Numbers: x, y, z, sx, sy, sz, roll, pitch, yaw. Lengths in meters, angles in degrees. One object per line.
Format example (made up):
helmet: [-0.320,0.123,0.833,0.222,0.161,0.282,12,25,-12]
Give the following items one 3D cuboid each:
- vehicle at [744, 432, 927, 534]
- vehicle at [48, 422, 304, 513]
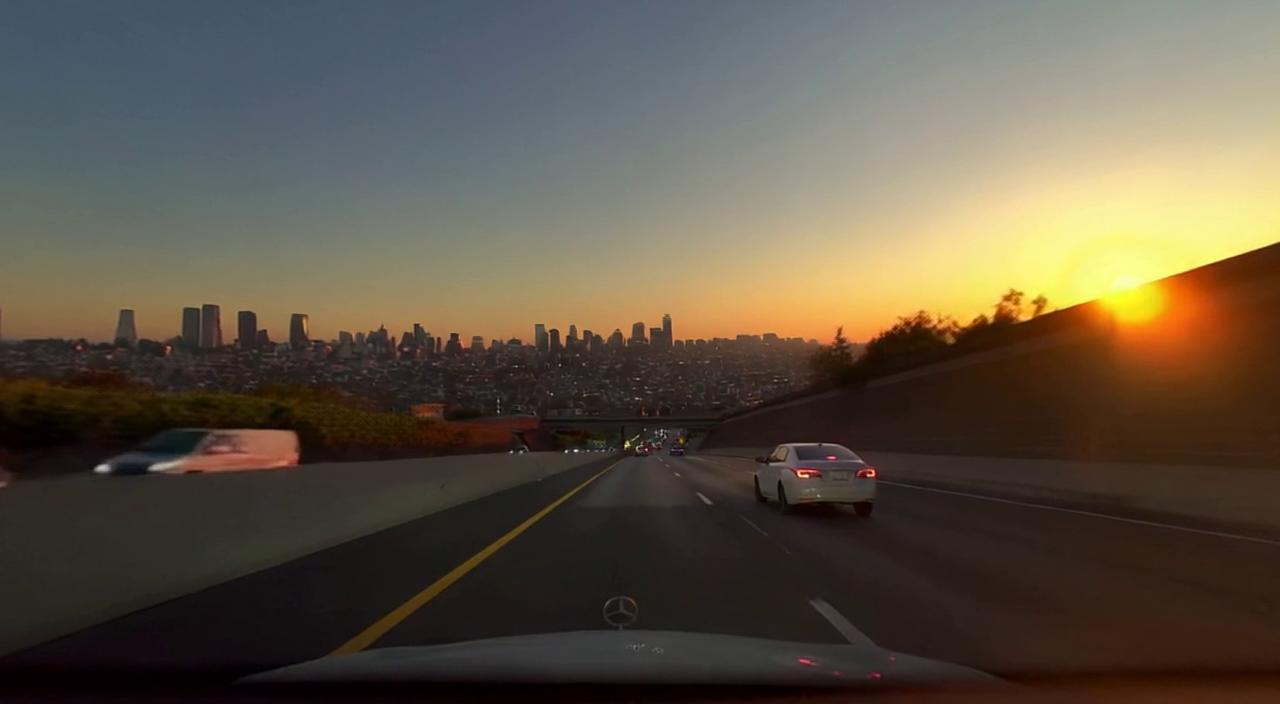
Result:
vehicle: [3.378,2.346,12.006,1.982,1.533,4.612,0,-9,0]
vehicle: [-12.103,3.058,17.266,2.452,2.045,5.769,0,-9,2]
